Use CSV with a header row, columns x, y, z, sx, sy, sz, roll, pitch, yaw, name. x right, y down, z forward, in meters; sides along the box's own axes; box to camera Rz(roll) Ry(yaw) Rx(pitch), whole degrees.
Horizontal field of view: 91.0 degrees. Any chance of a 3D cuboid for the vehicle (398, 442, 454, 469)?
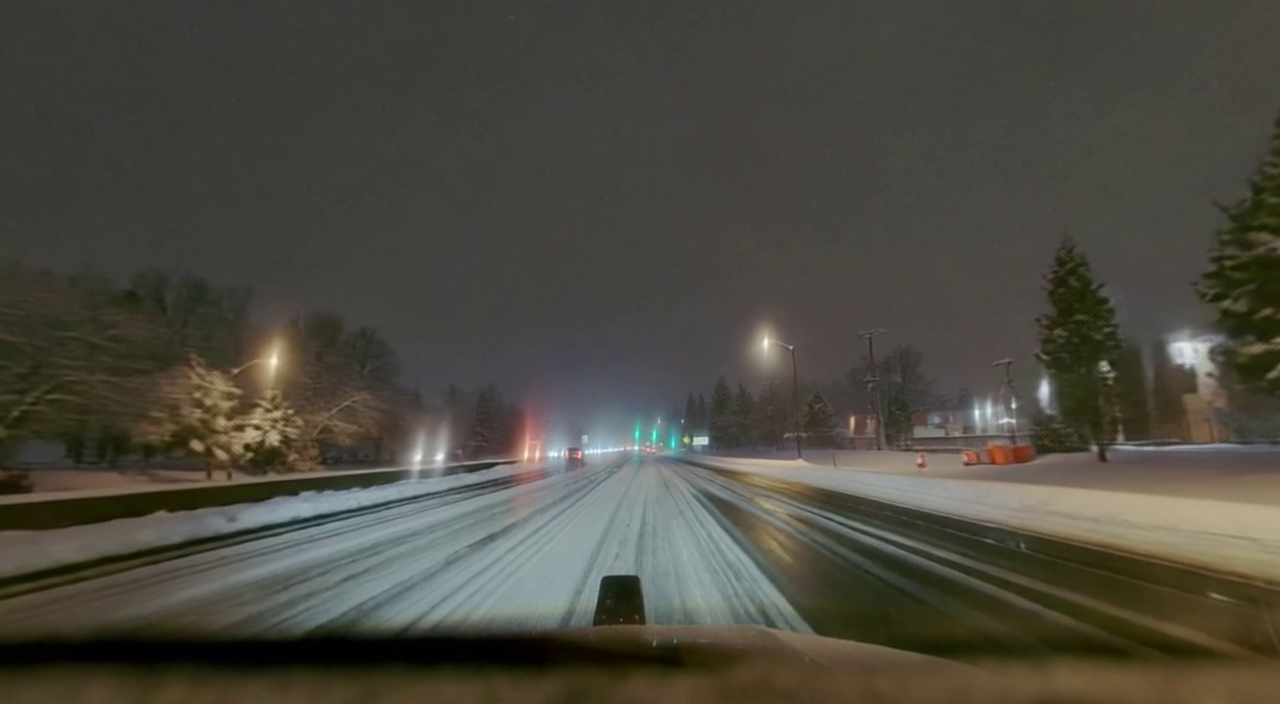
x,y,z,sx,sy,sz,roll,pitch,yaw,name
-16.020,7.786,47.462,2.285,1.911,5.206,0,-9,1,vehicle
